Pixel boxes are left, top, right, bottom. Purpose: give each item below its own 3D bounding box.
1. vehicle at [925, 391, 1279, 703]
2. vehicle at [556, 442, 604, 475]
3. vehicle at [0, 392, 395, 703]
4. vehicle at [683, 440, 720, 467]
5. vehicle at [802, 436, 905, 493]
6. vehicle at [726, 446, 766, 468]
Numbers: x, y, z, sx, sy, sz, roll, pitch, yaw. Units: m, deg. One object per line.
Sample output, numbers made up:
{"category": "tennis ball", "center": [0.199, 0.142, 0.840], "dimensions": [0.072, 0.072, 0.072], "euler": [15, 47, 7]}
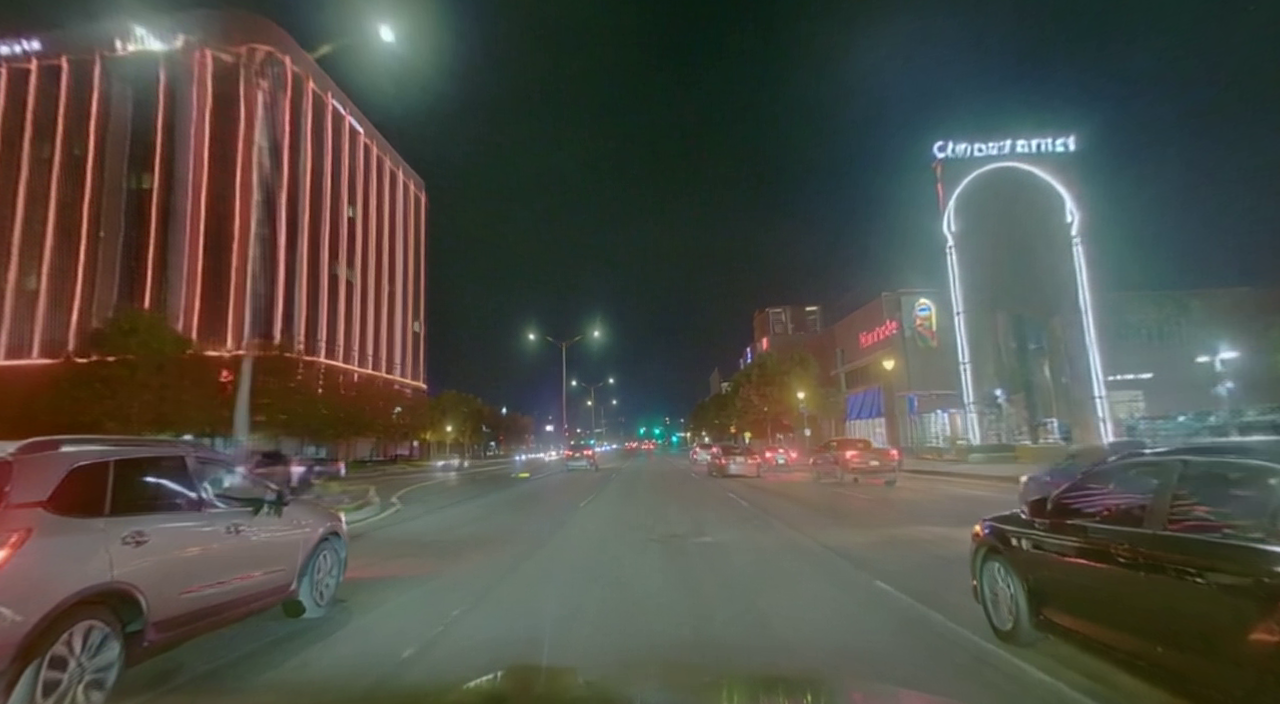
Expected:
{"category": "vehicle", "center": [3.342, 0.975, 2.842], "dimensions": [1.981, 1.499, 4.536], "euler": [0, -8, 0]}
{"category": "vehicle", "center": [-2.917, 5.281, 31.589], "dimensions": [1.917, 1.511, 4.436], "euler": [0, -8, 1]}
{"category": "vehicle", "center": [-3.511, 1.089, 3.583], "dimensions": [2.155, 1.504, 4.776], "euler": [-1, -8, 2]}
{"category": "vehicle", "center": [4.166, 6.906, 43.116], "dimensions": [2.007, 1.683, 4.171], "euler": [0, -8, -1]}
{"category": "vehicle", "center": [7.509, 3.981, 22.716], "dimensions": [2.003, 1.789, 4.718], "euler": [0, -8, 0]}
{"category": "vehicle", "center": [7.630, 7.579, 45.777], "dimensions": [1.976, 1.469, 4.576], "euler": [0, -8, -2]}
